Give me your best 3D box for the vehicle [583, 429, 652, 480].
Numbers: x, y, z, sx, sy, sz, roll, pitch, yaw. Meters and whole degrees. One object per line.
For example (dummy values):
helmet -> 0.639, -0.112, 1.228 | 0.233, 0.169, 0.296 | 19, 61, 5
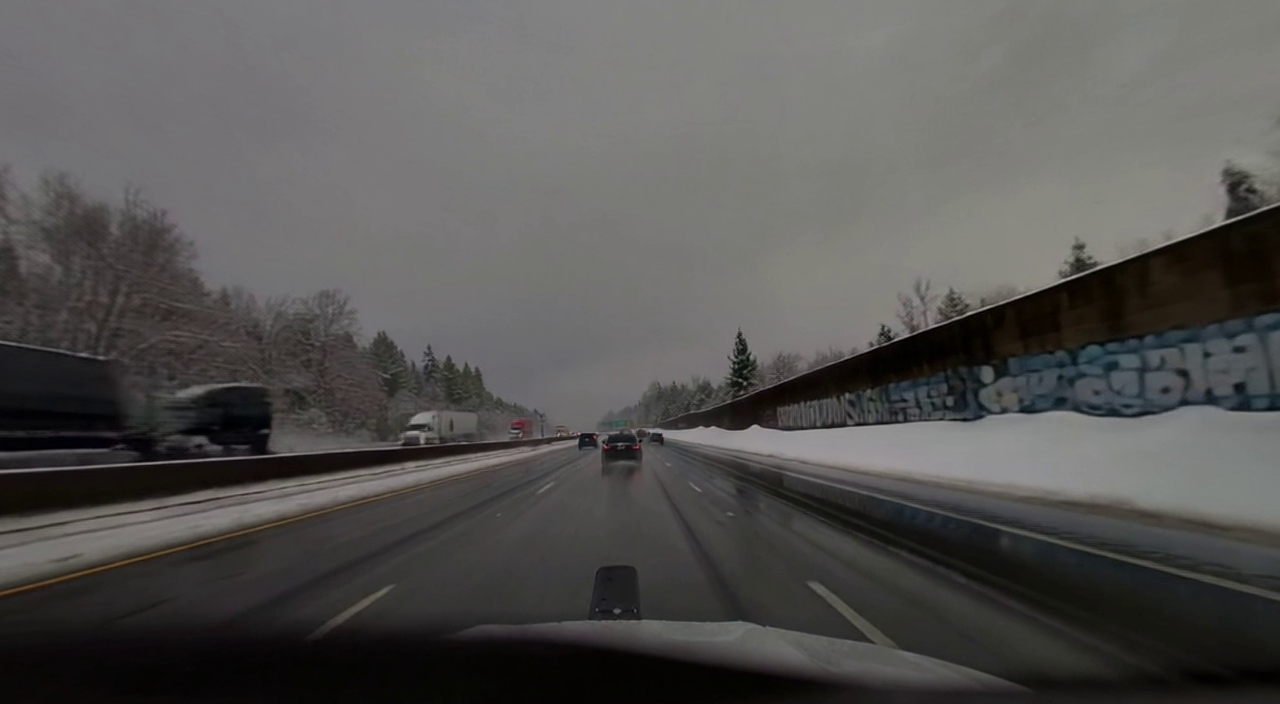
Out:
vehicle -> -0.688, 3.273, 20.498 | 2.044, 1.477, 3.693 | 0, -8, -1

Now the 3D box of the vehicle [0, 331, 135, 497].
vehicle -> -16.904, 1.269, 13.523 | 2.968, 3.967, 11.156 | 0, -8, -1

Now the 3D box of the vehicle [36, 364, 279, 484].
vehicle -> -17.149, 2.728, 23.400 | 2.826, 3.693, 7.744 | 0, -8, -1
